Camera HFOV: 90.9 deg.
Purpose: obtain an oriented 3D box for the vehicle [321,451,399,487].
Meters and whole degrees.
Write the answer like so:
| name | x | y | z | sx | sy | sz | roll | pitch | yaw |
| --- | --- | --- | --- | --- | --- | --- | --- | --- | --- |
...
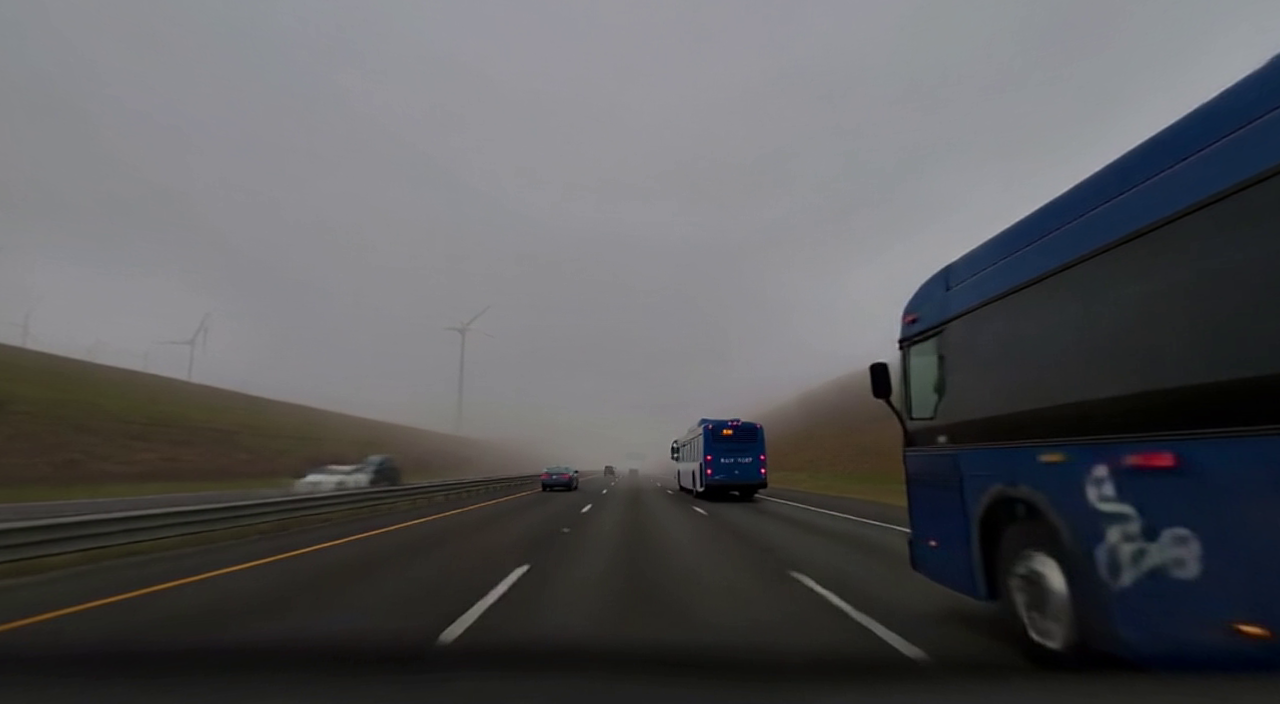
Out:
| name | x | y | z | sx | sy | sz | roll | pitch | yaw |
| --- | --- | --- | --- | --- | --- | --- | --- | --- | --- |
| vehicle | -19.048 | 8.042 | 43.326 | 2.269 | 2.261 | 6.618 | 1 | -10 | 0 |

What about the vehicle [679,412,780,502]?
| name | x | y | z | sx | sy | sz | roll | pitch | yaw |
| --- | --- | --- | --- | --- | --- | --- | --- | --- | --- |
| vehicle | 4.061 | 5.541 | 32.712 | 2.941 | 3.574 | 14.463 | 1 | -10 | -1 |

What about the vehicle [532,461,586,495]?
| name | x | y | z | sx | sy | sz | roll | pitch | yaw |
| --- | --- | --- | --- | --- | --- | --- | --- | --- | --- |
| vehicle | -4.007 | 6.334 | 31.896 | 2.213 | 1.568 | 4.274 | 1 | -10 | -1 |

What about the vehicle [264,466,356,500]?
| name | x | y | z | sx | sy | sz | roll | pitch | yaw |
| --- | --- | --- | --- | --- | --- | --- | --- | --- | --- |
| vehicle | -14.953 | 5.959 | 28.836 | 1.751 | 1.396 | 4.350 | 0 | -10 | 1 |
